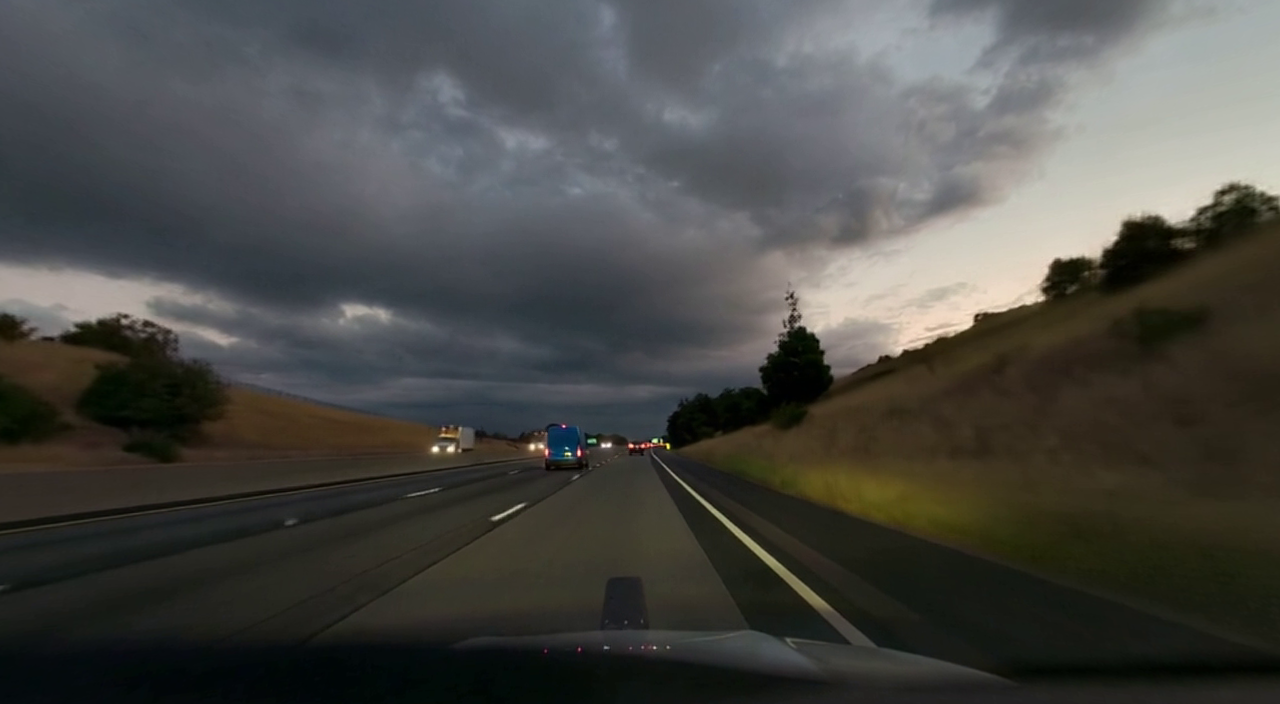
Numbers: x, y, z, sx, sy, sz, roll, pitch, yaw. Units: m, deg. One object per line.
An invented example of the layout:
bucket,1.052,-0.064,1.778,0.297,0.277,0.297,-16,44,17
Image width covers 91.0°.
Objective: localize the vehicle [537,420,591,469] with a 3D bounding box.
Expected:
vehicle,-4.058,5.128,34.808,2.329,2.483,5.428,0,-8,0
